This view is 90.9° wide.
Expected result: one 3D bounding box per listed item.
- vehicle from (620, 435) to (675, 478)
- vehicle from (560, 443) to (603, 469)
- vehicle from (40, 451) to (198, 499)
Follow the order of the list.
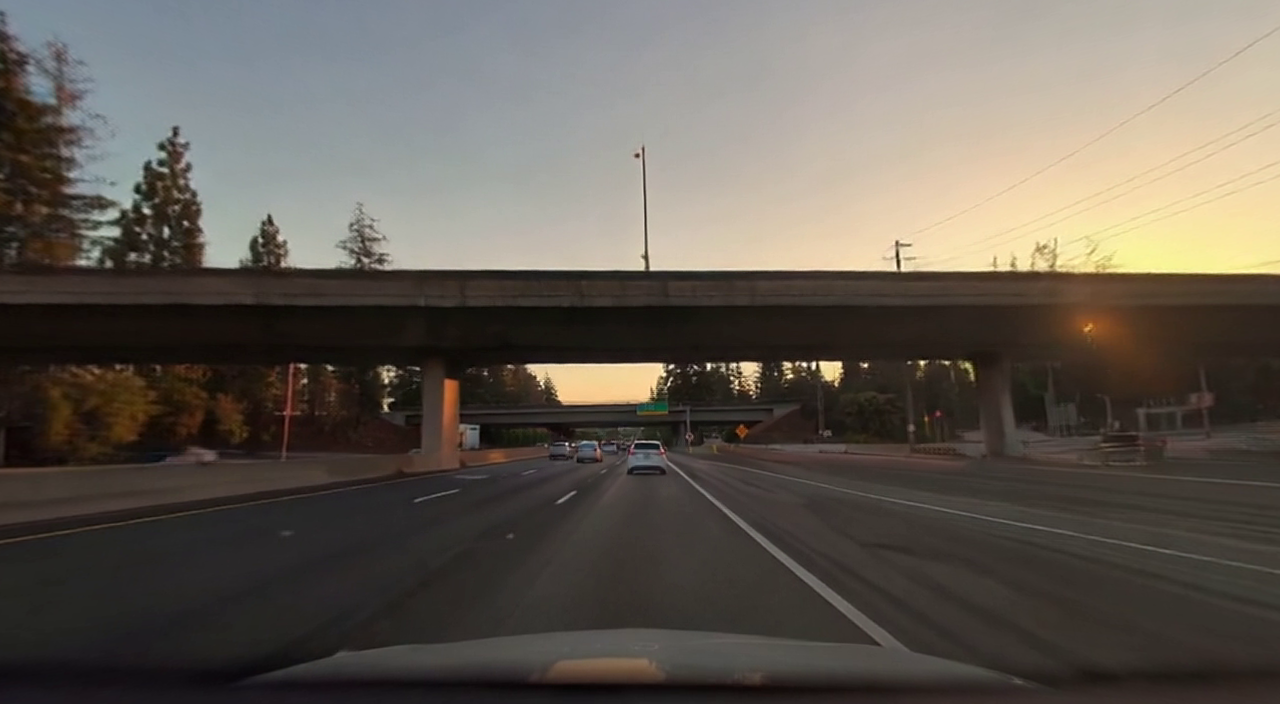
[{"bbox_3d":[0.288,4.467,27.189,2.152,1.697,4.066,0,-9,0],"label":"vehicle"},{"bbox_3d":[-3.370,6.110,37.257,2.056,1.464,4.564,0,-9,1],"label":"vehicle"},{"bbox_3d":[-17.796,4.181,21.876,1.760,1.433,4.294,0,-9,0],"label":"vehicle"}]
